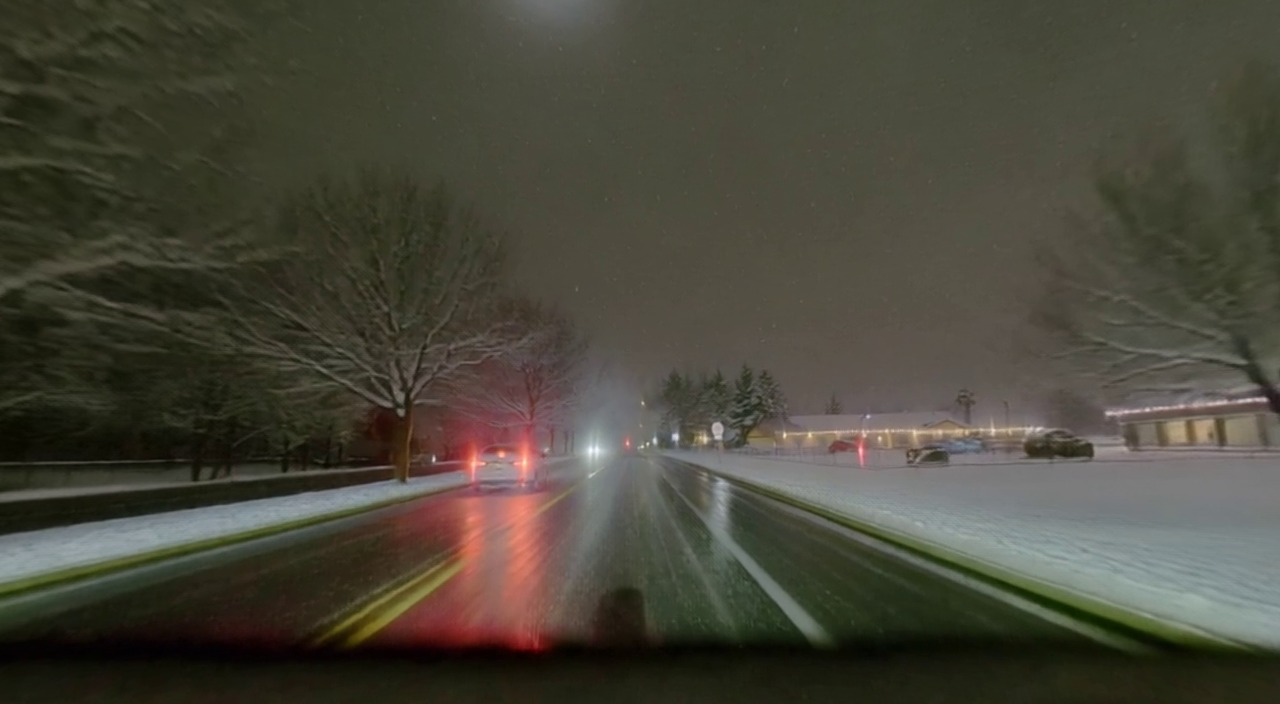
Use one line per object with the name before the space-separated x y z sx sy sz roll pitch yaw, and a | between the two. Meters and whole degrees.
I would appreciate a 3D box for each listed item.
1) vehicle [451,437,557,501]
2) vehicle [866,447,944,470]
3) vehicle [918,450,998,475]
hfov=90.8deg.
vehicle | -3.623 3.181 17.608 2.030 1.550 3.925 0 -8 1
vehicle | 18.292 7.338 43.714 4.520 1.557 2.056 1 -9 -7
vehicle | 19.406 6.719 38.609 3.870 1.459 1.869 1 -9 -7
